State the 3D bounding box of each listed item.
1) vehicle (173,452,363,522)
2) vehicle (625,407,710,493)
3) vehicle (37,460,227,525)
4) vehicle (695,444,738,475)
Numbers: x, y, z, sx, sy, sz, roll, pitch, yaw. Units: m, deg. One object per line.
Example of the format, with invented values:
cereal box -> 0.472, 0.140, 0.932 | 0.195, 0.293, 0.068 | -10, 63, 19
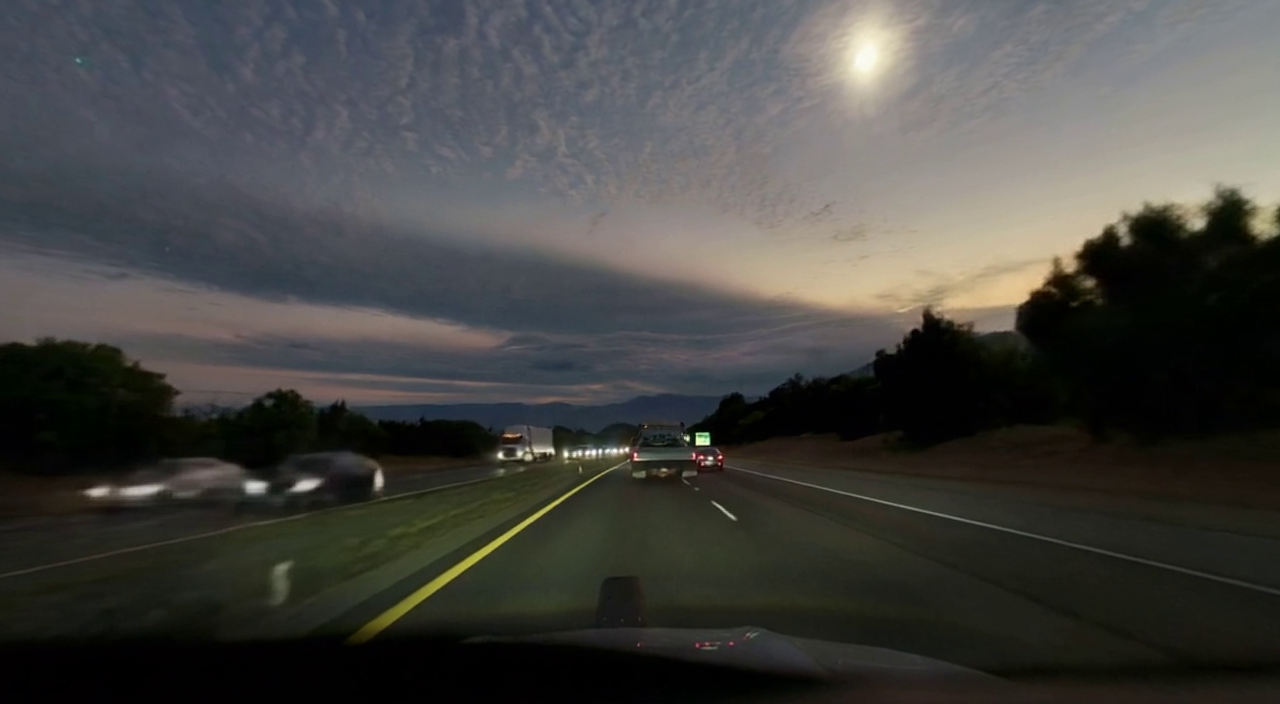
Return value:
vehicle -> -9.164, 3.323, 16.139 | 2.090, 1.496, 4.568 | 0, -9, 0
vehicle -> 0.742, 3.275, 21.161 | 2.423, 2.517, 5.055 | 0, -9, -2
vehicle -> -13.490, 3.702, 17.107 | 1.900, 1.459, 3.853 | 0, -9, 0
vehicle -> 3.813, 5.443, 32.134 | 1.654, 1.441, 4.066 | 0, -9, -1
